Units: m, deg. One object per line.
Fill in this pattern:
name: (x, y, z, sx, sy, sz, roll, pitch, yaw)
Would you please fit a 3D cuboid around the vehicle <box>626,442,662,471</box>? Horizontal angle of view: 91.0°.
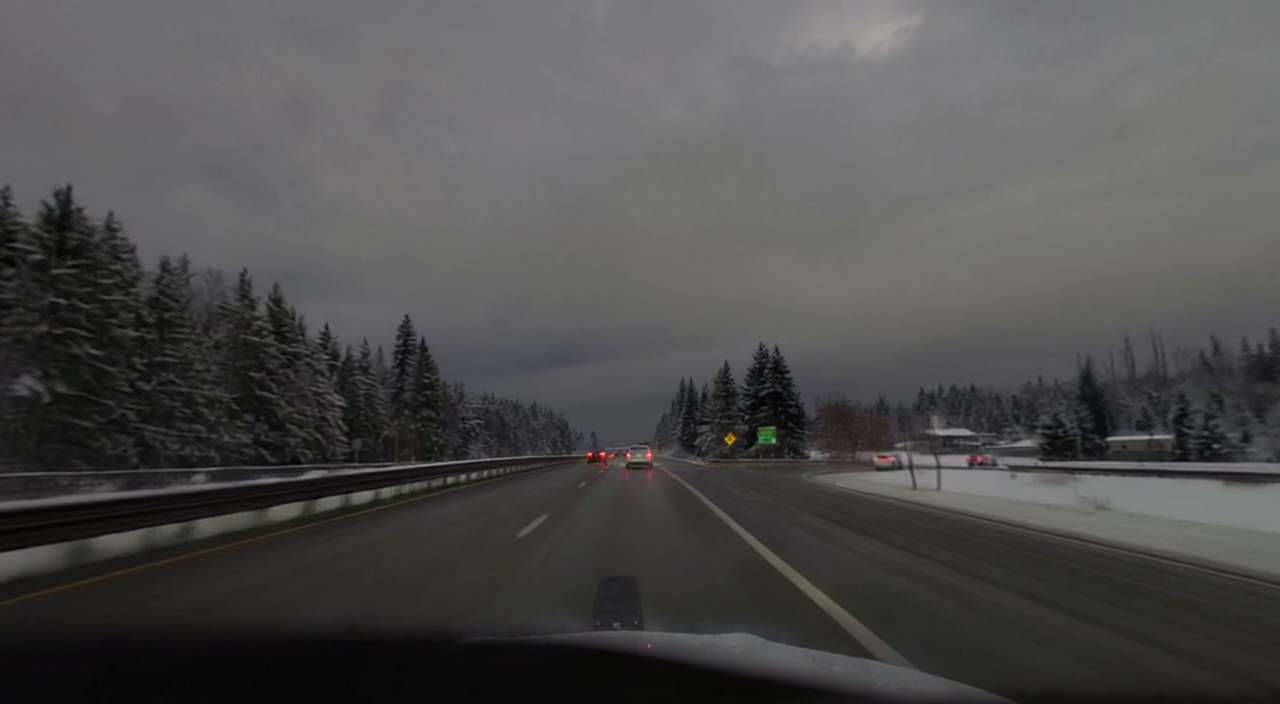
vehicle: (0.218, 6.341, 38.440, 2.130, 1.684, 3.826, 0, -8, 0)
